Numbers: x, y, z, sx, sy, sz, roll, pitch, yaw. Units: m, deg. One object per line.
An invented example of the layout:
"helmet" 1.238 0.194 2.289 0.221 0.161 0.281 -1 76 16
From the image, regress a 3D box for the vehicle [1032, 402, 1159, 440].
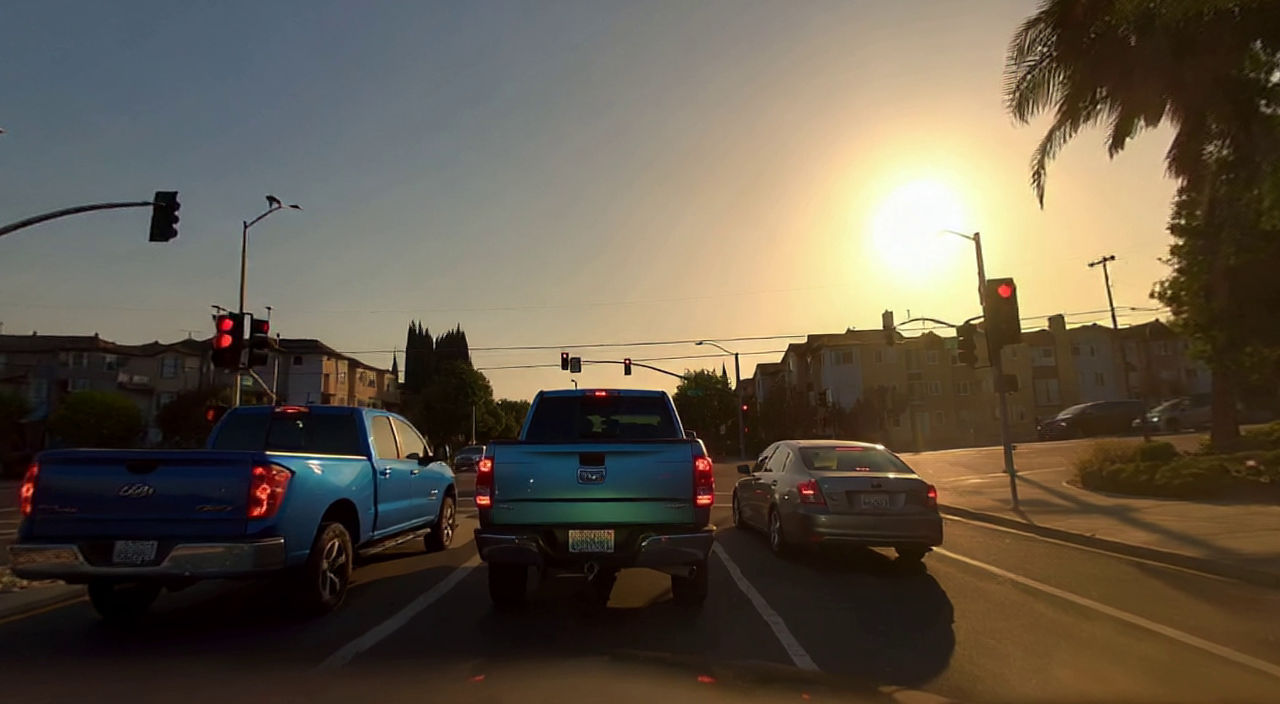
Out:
"vehicle" 23.318 3.590 32.481 4.721 1.866 2.188 0 -9 2

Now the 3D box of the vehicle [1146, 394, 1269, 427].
"vehicle" 29.271 3.046 32.687 4.540 1.543 1.803 0 -9 0

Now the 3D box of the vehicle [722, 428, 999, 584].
"vehicle" 2.408 1.816 8.312 2.016 1.481 4.336 0 -9 -1

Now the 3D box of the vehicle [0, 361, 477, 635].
"vehicle" -3.460 1.352 6.888 2.146 1.828 5.148 0 -9 -2

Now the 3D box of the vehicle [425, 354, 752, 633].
"vehicle" -0.395 1.313 6.742 2.282 1.964 4.421 0 -9 -1
